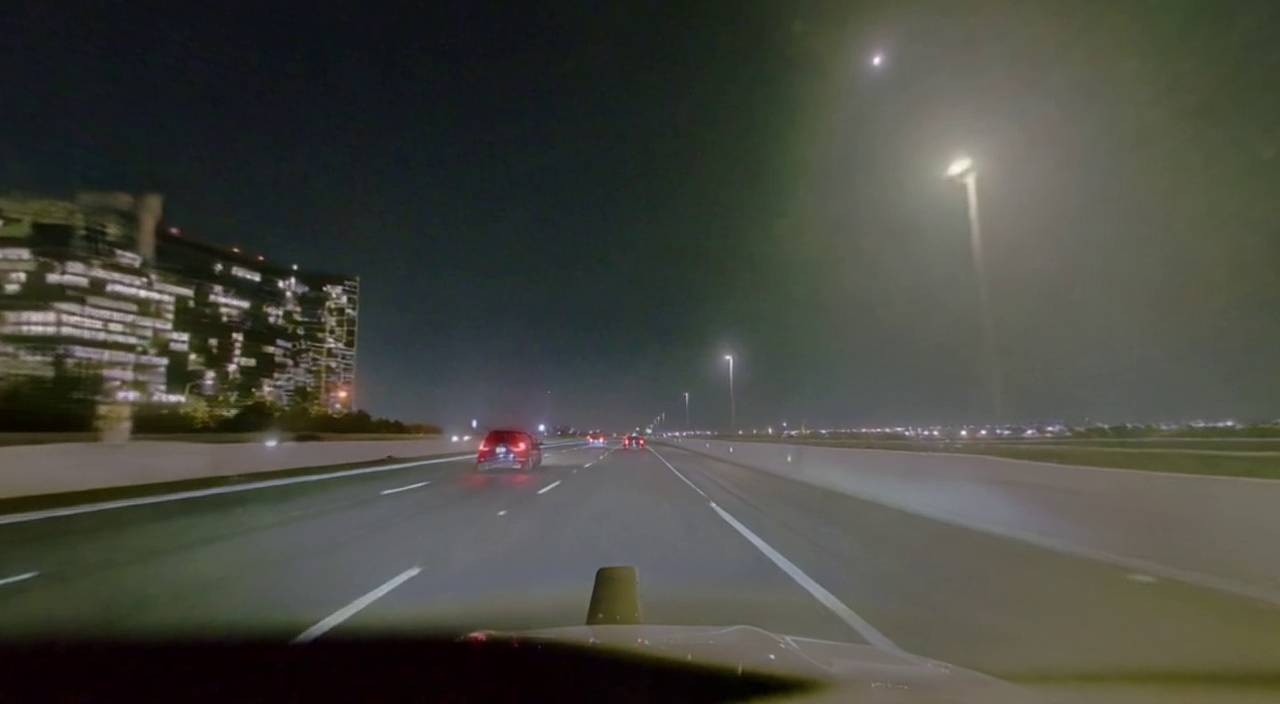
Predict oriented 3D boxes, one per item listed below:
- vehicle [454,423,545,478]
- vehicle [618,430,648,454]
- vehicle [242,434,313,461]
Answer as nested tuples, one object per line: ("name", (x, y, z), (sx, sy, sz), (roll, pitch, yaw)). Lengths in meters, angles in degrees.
("vehicle", (-4.546, 3.265, 21.135), (2.036, 1.612, 4.510), (0, -8, 0))
("vehicle", (-0.486, 6.360, 44.438), (2.036, 1.637, 4.009), (0, -8, -1))
("vehicle", (-21.179, 5.574, 36.927), (1.807, 1.443, 3.987), (0, -8, -1))
